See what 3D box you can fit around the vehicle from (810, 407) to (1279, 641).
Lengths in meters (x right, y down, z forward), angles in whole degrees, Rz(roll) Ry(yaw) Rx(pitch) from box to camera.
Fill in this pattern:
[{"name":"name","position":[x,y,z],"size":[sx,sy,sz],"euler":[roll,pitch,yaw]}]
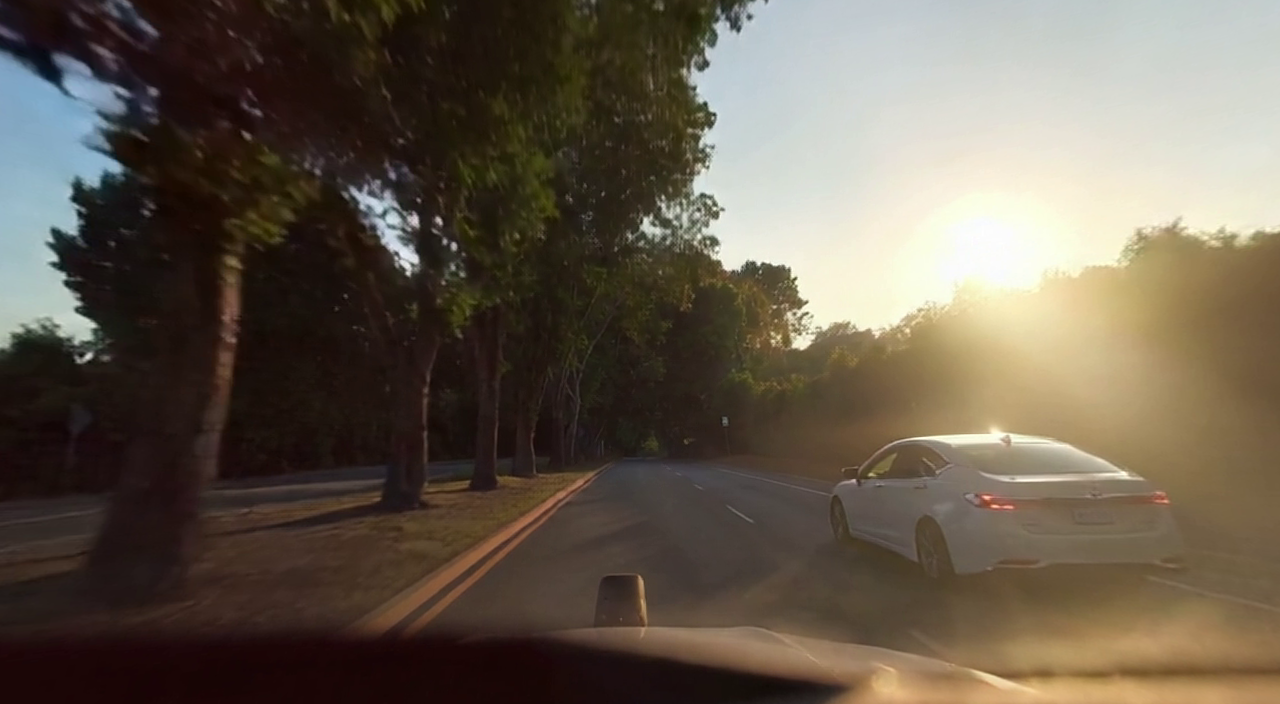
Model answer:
[{"name":"vehicle","position":[3.482,1.529,6.708],"size":[2.060,1.584,4.592],"euler":[0,-9,0]}]
